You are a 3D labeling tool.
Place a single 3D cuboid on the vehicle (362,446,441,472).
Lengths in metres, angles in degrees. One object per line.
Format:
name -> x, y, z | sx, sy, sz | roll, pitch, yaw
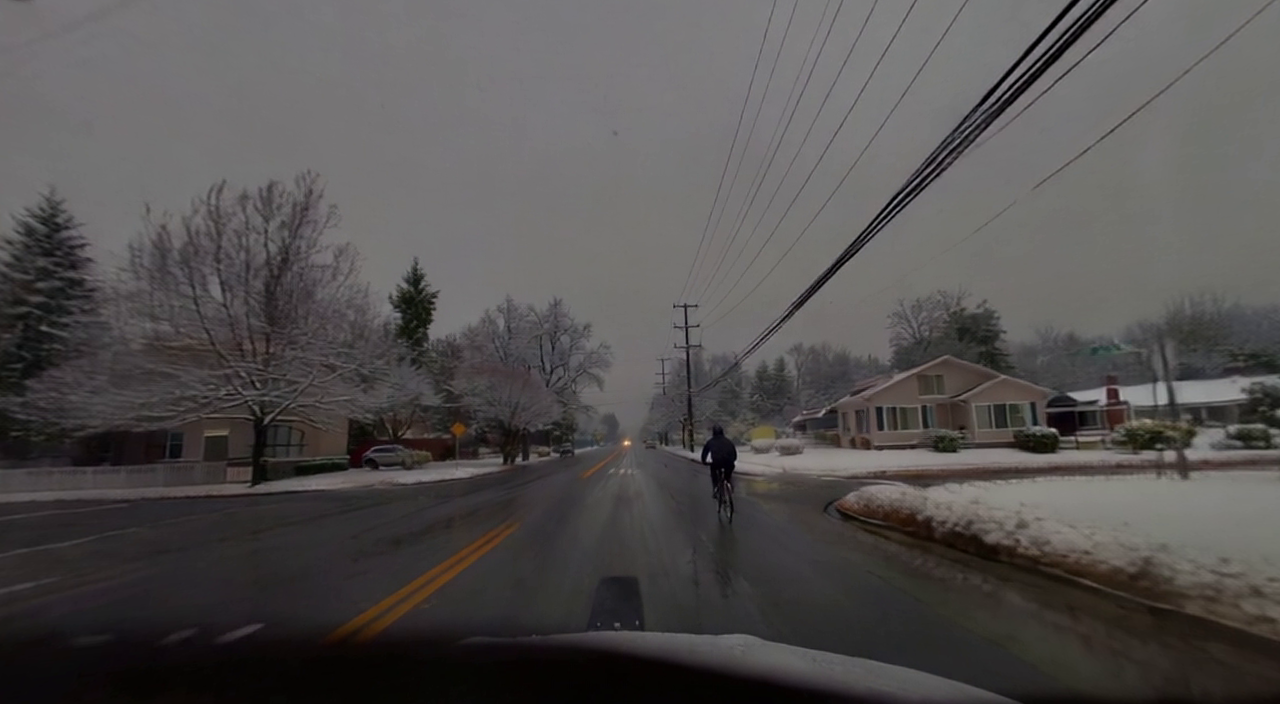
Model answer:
vehicle -> -14.607, 6.547, 38.830 | 4.143, 1.480, 1.755 | 0, -8, -2
